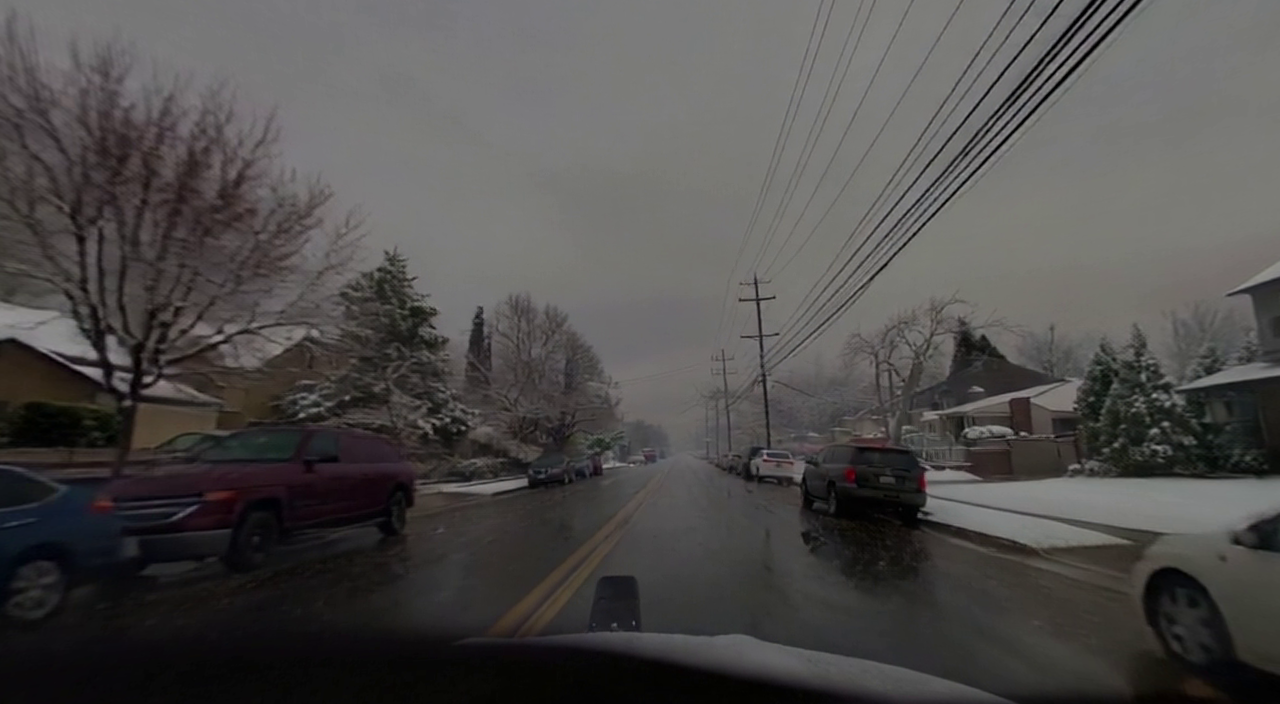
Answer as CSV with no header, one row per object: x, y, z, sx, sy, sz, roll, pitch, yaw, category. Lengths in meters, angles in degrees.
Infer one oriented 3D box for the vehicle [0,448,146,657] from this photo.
-5.497,1.230,3.397,1.823,1.427,4.407,-3,-11,6,vehicle

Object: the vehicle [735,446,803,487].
6.520,5.803,32.671,2.462,1.894,6.076,0,-8,2,vehicle

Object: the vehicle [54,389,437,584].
-5.026,1.876,9.238,2.194,1.995,4.814,-3,-10,5,vehicle

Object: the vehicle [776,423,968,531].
5.136,2.853,15.210,2.547,2.075,5.693,0,-8,1,vehicle

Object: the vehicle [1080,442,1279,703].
4.357,1.128,2.589,1.973,1.517,4.604,-1,-8,3,vehicle

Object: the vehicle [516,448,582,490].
-3.837,5.036,27.615,1.971,1.648,4.638,-1,-8,3,vehicle
